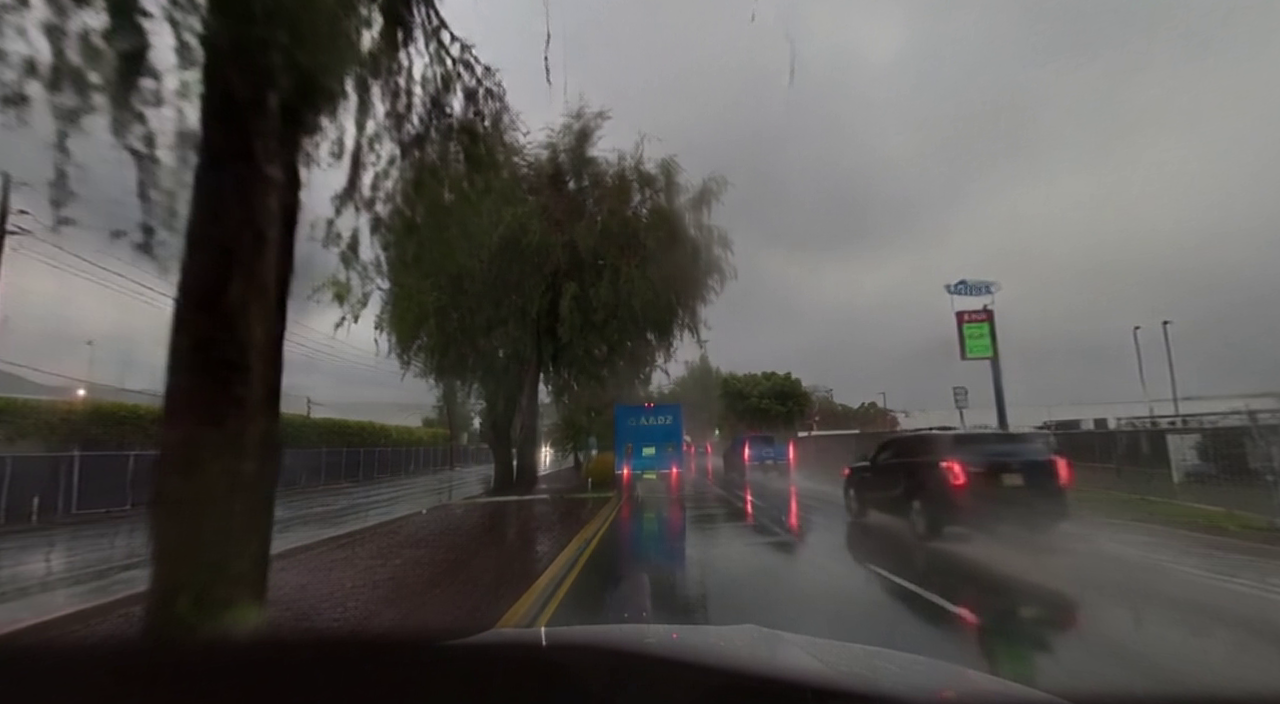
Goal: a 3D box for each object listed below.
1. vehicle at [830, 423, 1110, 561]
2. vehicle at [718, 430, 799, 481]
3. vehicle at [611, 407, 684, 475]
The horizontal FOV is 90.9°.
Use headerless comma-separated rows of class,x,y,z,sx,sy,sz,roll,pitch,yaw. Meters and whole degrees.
vehicle,4.579,1.976,9.672,2.001,1.621,4.208,0,-8,0
vehicle,4.675,4.170,25.734,2.375,1.857,5.100,0,-8,0
vehicle,0.437,4.467,31.515,3.197,2.963,7.055,0,-8,2
